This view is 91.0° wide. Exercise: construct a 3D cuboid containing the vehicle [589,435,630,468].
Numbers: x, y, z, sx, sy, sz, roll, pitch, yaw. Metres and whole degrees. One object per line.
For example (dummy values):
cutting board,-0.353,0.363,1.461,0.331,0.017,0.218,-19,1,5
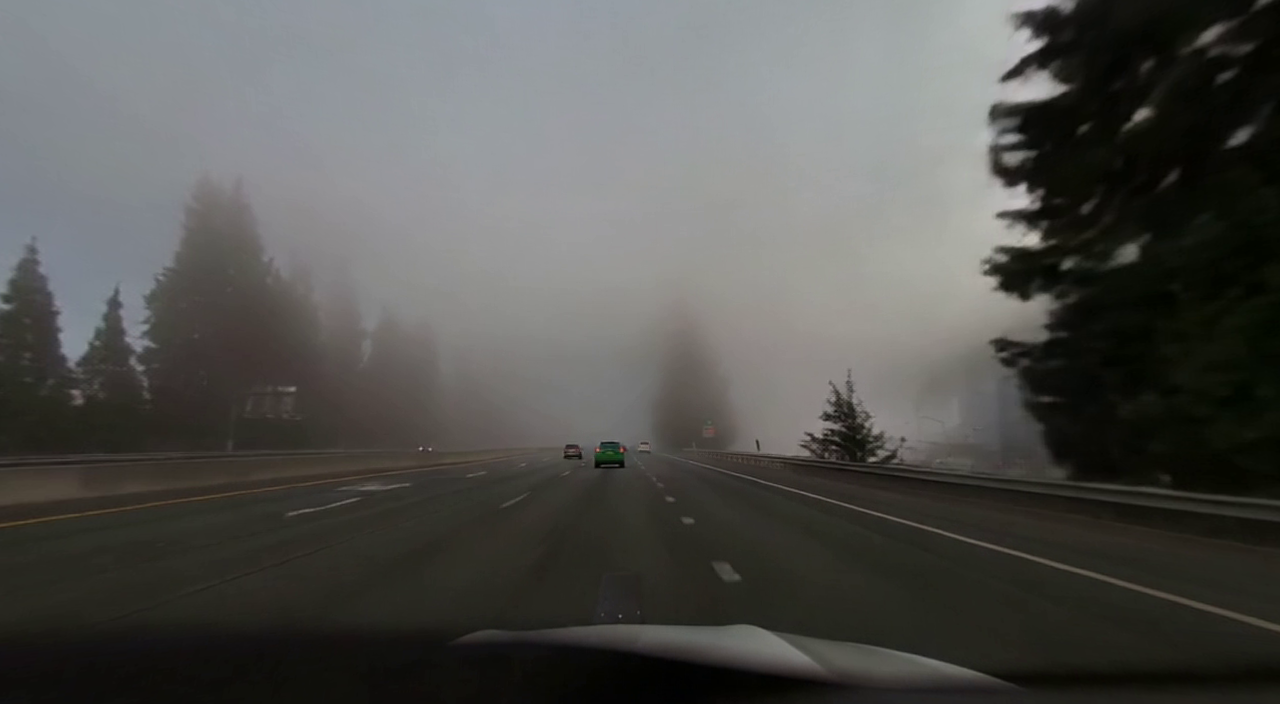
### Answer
vehicle,-1.748,5.921,37.625,2.302,1.810,4.707,0,-8,-1
